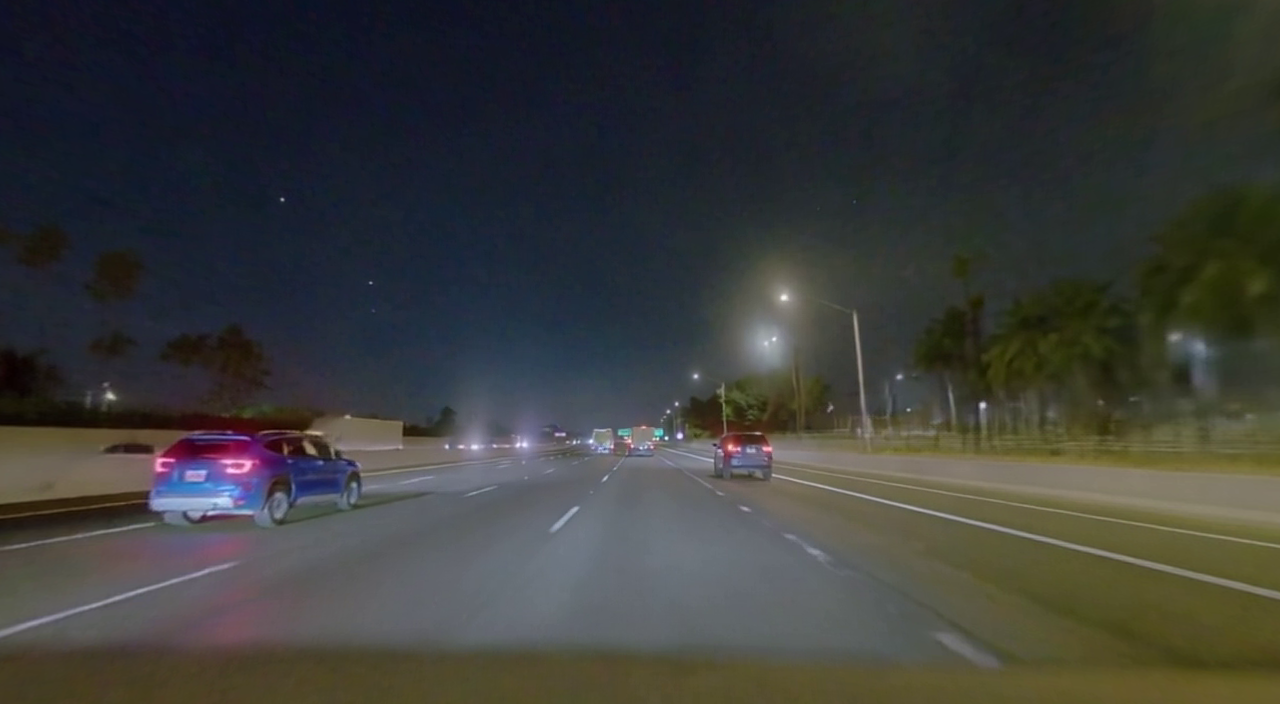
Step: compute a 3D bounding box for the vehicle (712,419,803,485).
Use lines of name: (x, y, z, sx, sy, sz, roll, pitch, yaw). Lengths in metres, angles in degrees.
vehicle: (4.226, 3.722, 23.753, 2.408, 2.210, 4.999, 0, -8, 0)

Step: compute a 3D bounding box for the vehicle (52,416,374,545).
vehicle: (-6.992, 2.144, 11.274, 2.289, 1.774, 4.871, 0, -8, 0)
